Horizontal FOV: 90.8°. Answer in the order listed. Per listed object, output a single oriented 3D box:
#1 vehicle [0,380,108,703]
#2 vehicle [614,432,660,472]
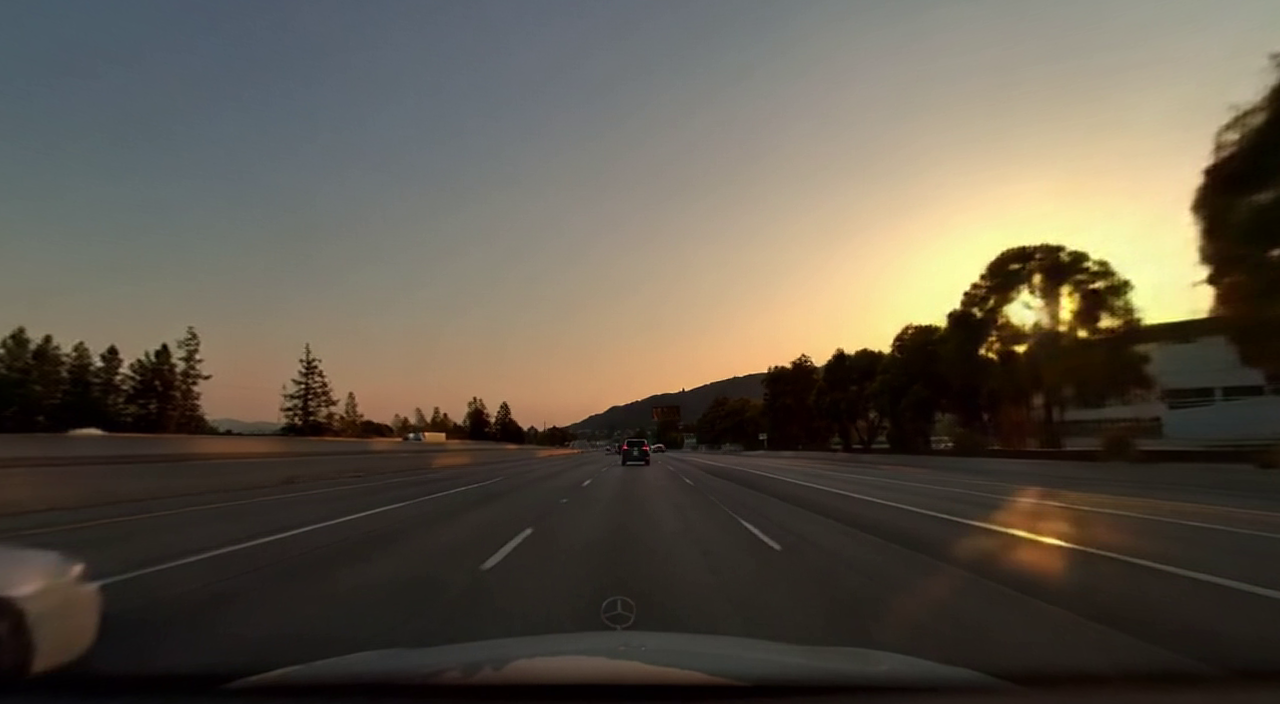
[{"bbox_3d":[-3.419,0.591,0.241,2.140,1.574,4.946,0,-8,0],"label":"vehicle"},{"bbox_3d":[-0.165,5.224,33.053,2.269,1.924,4.596,0,-8,0],"label":"vehicle"}]
